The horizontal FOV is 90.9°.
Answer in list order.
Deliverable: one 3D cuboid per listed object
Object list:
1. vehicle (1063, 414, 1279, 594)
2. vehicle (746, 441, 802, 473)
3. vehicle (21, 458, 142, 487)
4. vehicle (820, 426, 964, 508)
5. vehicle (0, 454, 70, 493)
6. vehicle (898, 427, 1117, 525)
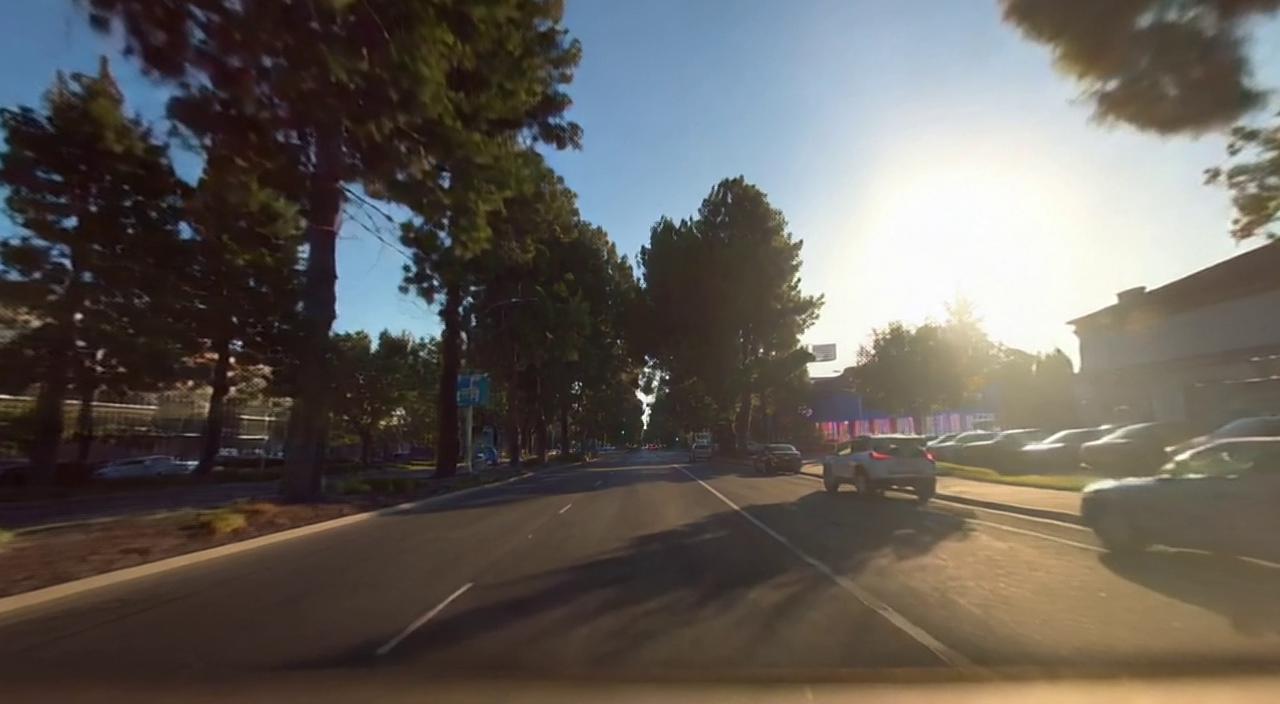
[{"bbox_3d":[6.885,1.473,6.319,1.986,1.634,4.783,0,-8,1],"label":"vehicle"},{"bbox_3d":[7.311,5.788,34.947,2.122,1.602,4.928,-1,-9,1],"label":"vehicle"},{"bbox_3d":[-31.683,6.821,35.884,4.795,1.555,2.221,-1,-9,2],"label":"vehicle"},{"bbox_3d":[7.131,3.300,18.576,2.157,2.057,4.994,0,-8,0],"label":"vehicle"},{"bbox_3d":[-32.275,6.108,31.929,4.663,1.861,2.194,0,-9,2],"label":"vehicle"},{"bbox_3d":[7.092,2.414,12.838,1.919,1.616,4.315,0,-8,1],"label":"vehicle"}]
